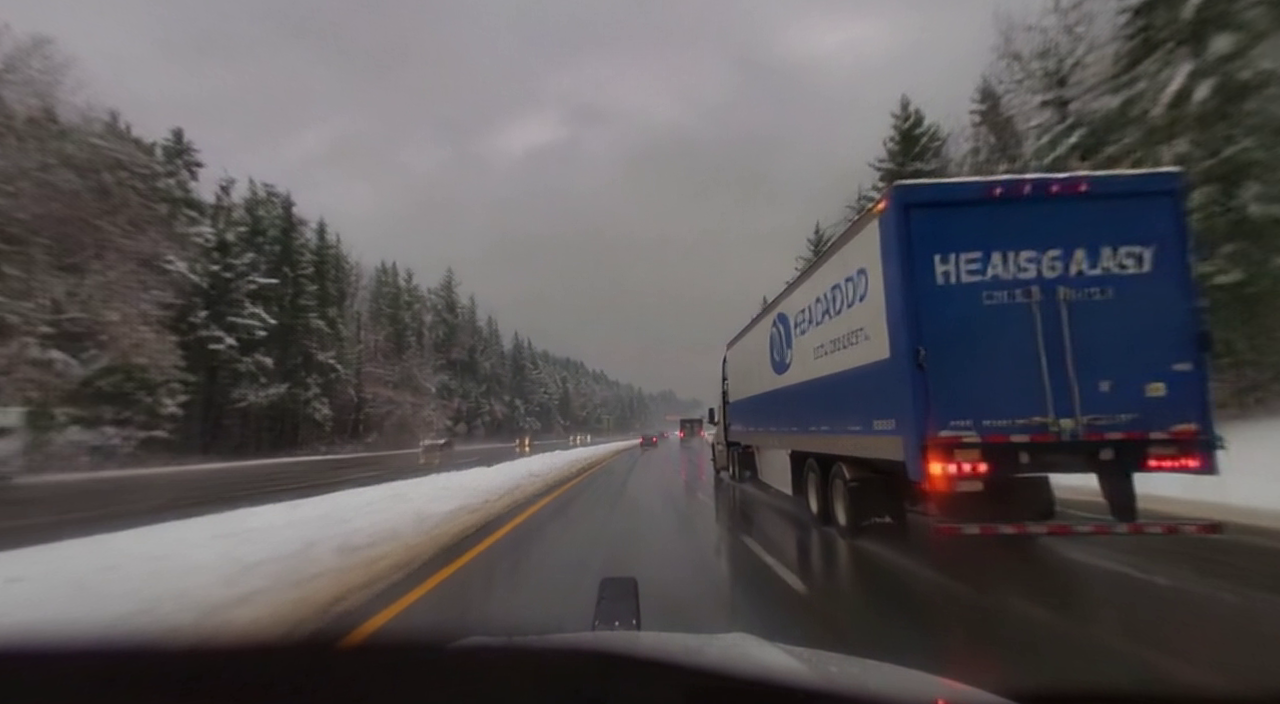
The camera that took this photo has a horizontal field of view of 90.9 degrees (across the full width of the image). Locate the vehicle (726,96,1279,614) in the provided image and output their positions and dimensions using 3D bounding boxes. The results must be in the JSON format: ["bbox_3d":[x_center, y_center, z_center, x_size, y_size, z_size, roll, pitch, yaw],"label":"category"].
[{"bbox_3d":[4.303,0.817,11.774,3.171,4.072,13.784,0,-8,-1],"label":"vehicle"}]
